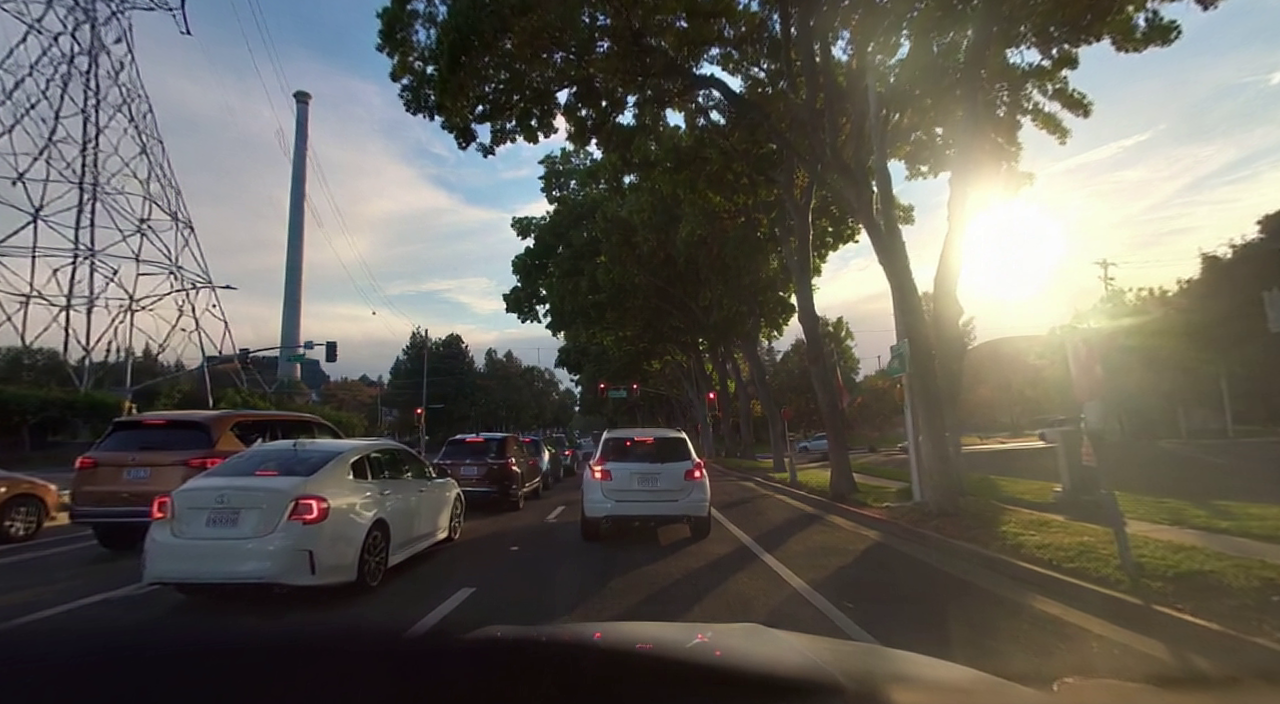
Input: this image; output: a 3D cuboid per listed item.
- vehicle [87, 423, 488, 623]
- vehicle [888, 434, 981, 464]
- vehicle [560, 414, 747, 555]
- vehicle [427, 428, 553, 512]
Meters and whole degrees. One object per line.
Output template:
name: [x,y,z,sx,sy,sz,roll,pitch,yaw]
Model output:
vehicle: [-3.181,1.609,7.028,1.973,1.469,4.448,0,-8,-1]
vehicle: [15.127,4.986,32.575,3.858,1.437,1.899,0,-8,-4]
vehicle: [0.101,1.902,9.763,2.239,1.661,4.224,0,-8,-2]
vehicle: [-3.243,2.631,14.506,1.997,1.636,3.760,0,-8,-1]
